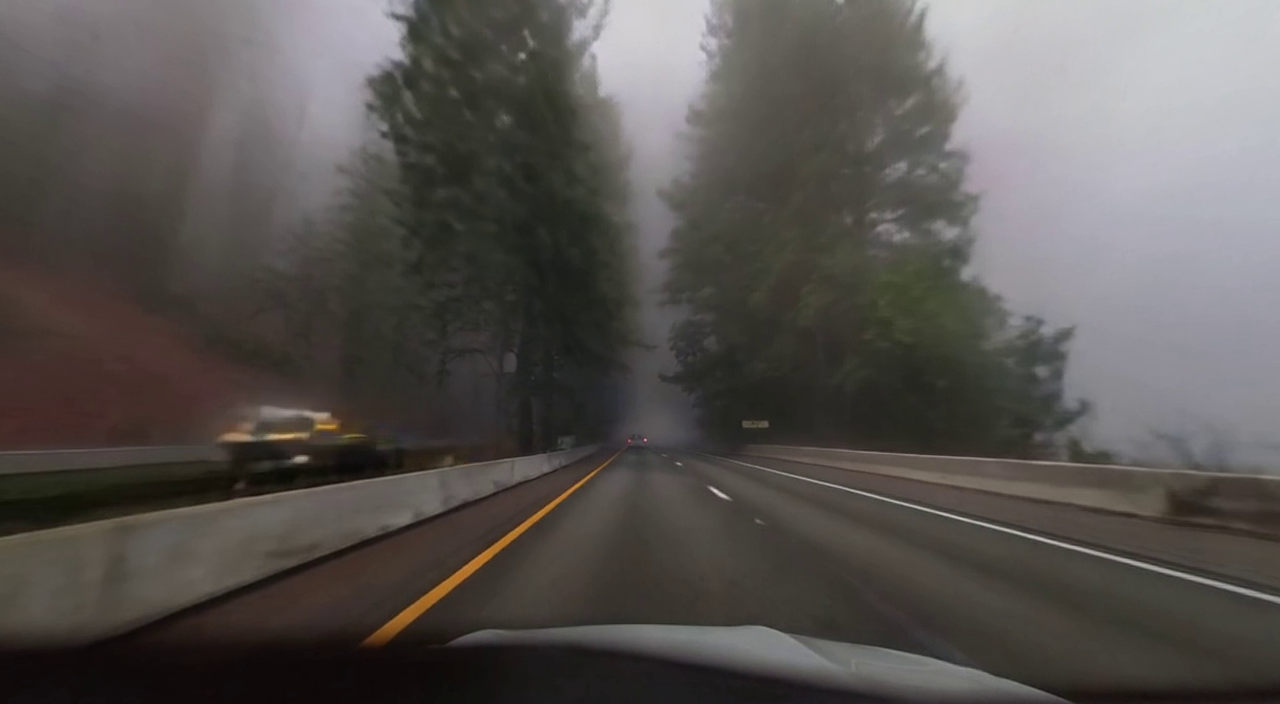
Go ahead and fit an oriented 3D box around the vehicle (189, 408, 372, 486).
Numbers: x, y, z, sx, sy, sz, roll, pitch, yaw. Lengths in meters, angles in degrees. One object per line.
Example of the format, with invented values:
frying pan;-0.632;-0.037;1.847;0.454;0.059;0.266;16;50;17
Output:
vehicle;-9.542;2.602;17.378;2.147;1.836;4.829;0;-8;0
